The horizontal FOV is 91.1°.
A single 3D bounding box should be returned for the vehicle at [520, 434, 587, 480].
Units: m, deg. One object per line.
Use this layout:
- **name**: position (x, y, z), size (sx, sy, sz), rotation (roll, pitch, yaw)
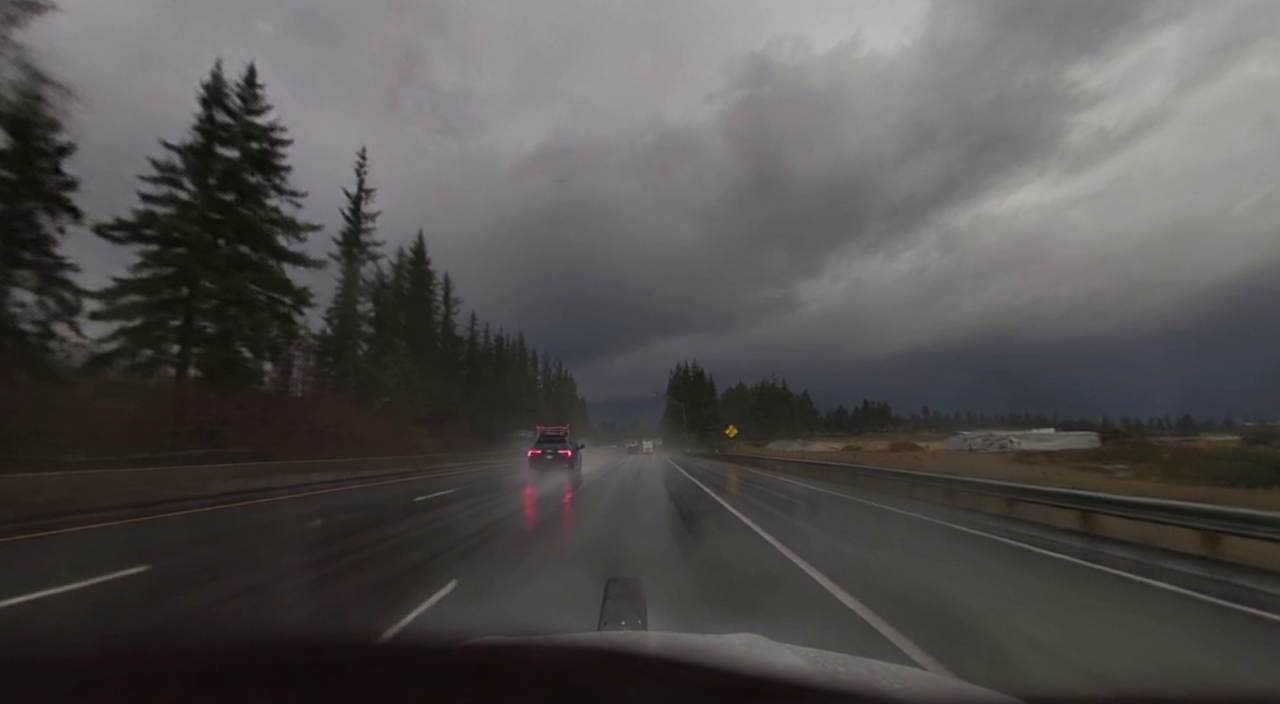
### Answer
- **vehicle**: position (-3.511, 4.342, 26.371), size (2.084, 1.752, 4.479), rotation (0, -8, 2)
